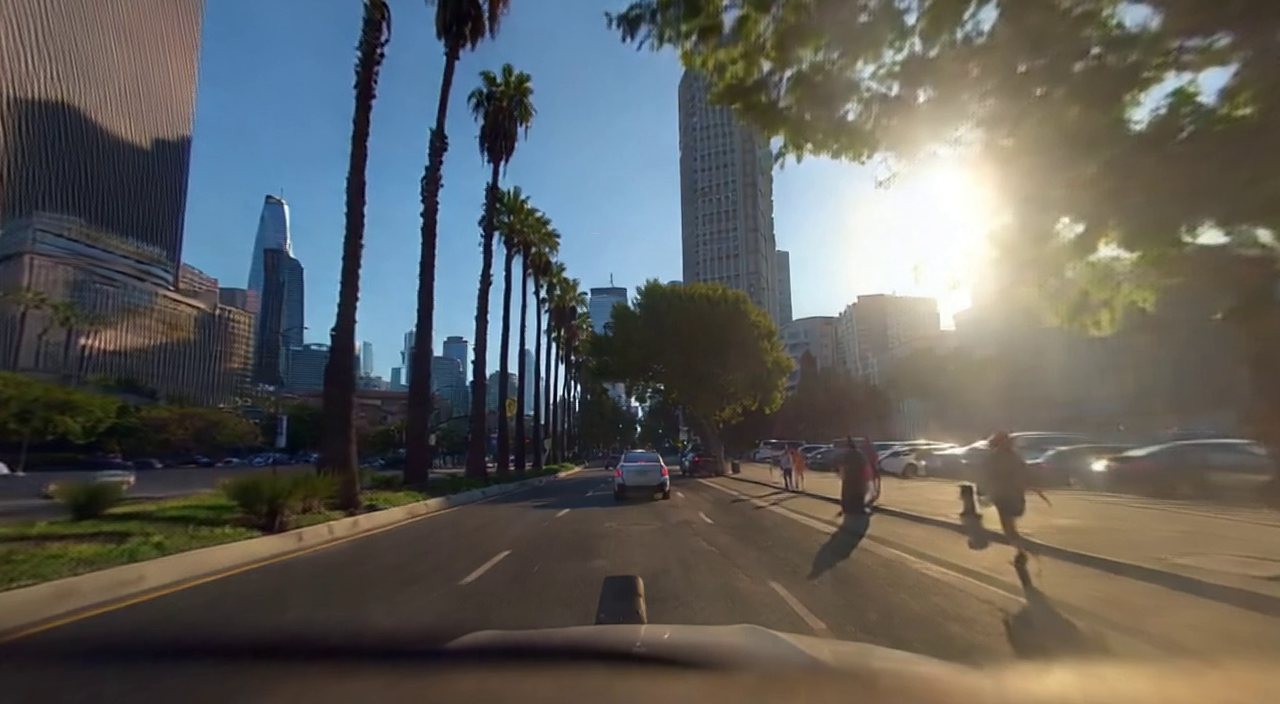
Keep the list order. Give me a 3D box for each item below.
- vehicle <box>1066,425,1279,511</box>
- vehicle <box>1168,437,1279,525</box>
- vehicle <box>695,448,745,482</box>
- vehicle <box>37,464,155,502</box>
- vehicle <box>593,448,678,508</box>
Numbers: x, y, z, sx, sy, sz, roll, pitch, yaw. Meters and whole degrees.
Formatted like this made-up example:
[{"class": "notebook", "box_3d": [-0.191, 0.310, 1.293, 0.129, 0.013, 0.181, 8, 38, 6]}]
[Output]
[{"class": "vehicle", "box_3d": [12.909, 2.597, 14.388, 4.696, 1.776, 2.253, 0, -9, -3]}, {"class": "vehicle", "box_3d": [13.054, 2.364, 11.798, 4.363, 1.488, 2.248, 1, -9, -3]}, {"class": "vehicle", "box_3d": [4.422, 6.304, 35.479, 2.136, 1.774, 4.778, 0, -9, 0]}, {"class": "vehicle", "box_3d": [-26.569, 6.375, 30.965, 1.913, 1.604, 4.331, 0, -9, 0]}, {"class": "vehicle", "box_3d": [-0.082, 3.611, 18.486, 2.235, 1.528, 3.876, 0, -9, 1]}]
